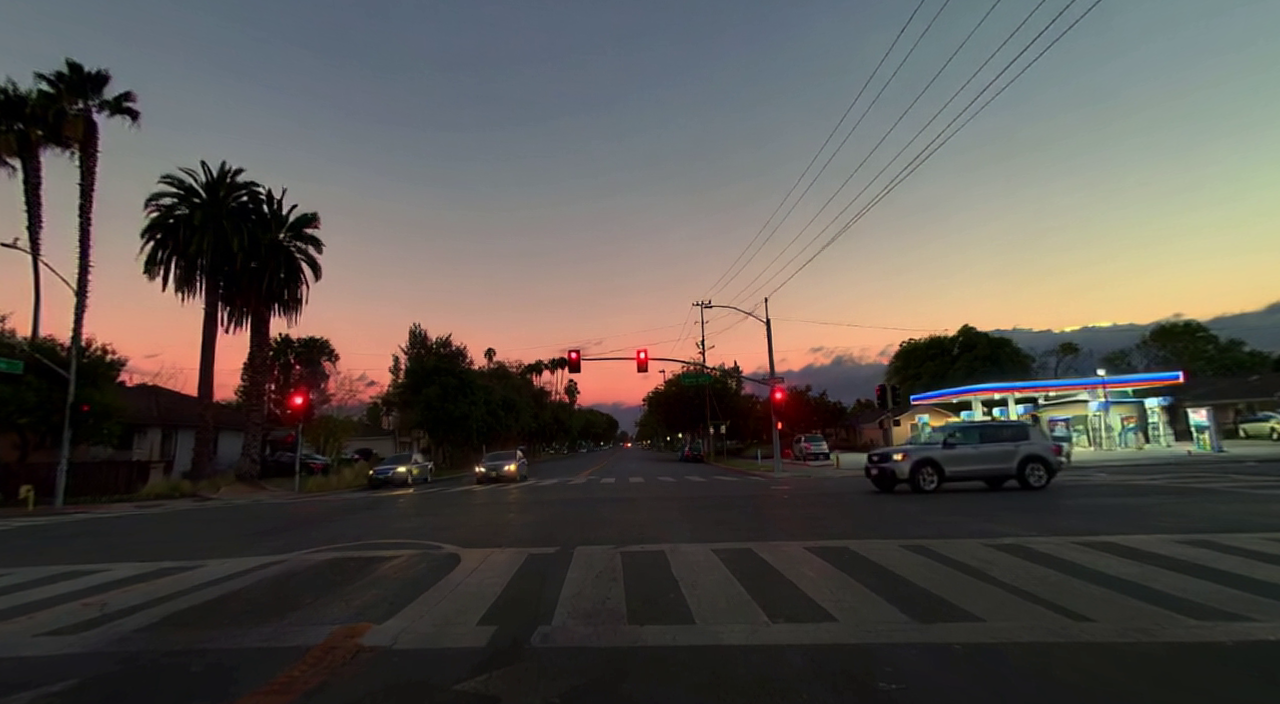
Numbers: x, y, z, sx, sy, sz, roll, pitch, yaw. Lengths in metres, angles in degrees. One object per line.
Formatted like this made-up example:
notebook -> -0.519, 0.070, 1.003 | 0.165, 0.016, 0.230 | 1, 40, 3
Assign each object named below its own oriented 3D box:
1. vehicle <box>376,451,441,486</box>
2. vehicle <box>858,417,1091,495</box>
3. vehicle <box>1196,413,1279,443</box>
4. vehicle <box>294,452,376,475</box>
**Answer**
vehicle -> -13.050, 6.553, 35.945 | 2.009, 1.777, 4.559 | 0, -9, -1
vehicle -> 8.500, 2.638, 16.266 | 5.086, 1.817, 1.952 | 1, -9, -11
vehicle -> 38.301, 4.789, 39.971 | 4.488, 1.447, 1.765 | -5, -8, -1
vehicle -> -20.943, 7.672, 43.516 | 4.672, 1.469, 1.816 | -1, -9, -2
